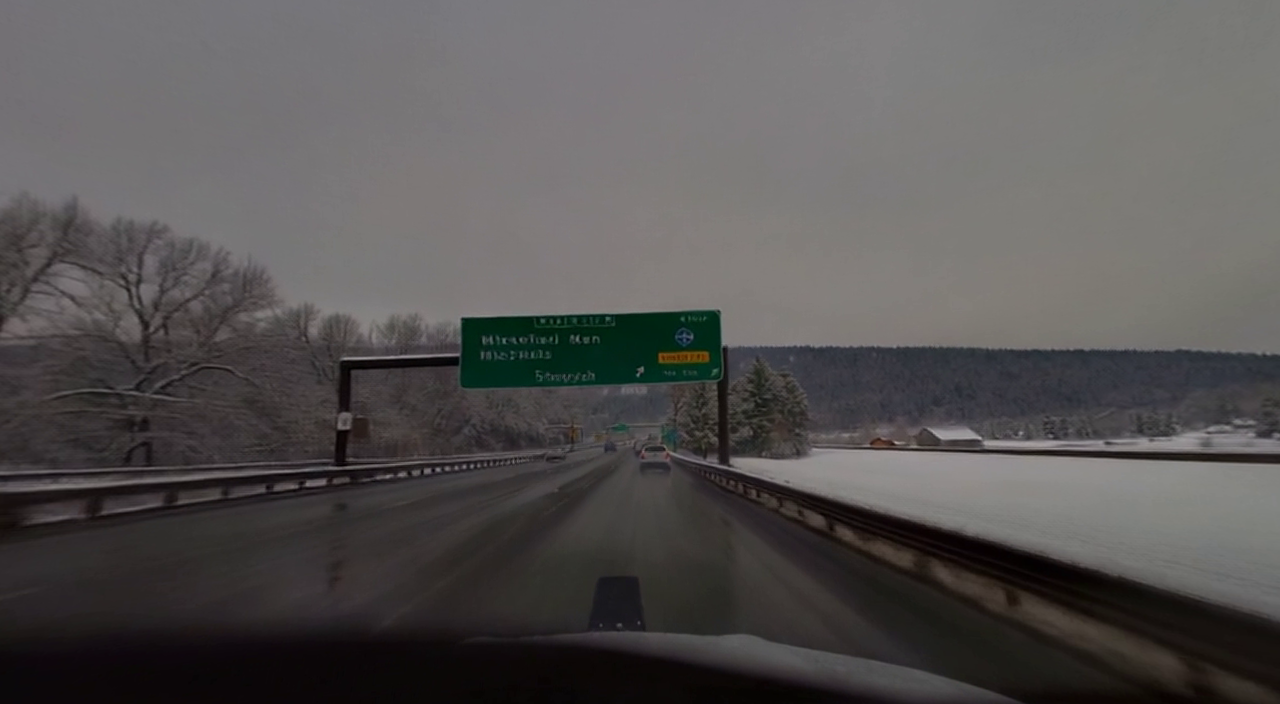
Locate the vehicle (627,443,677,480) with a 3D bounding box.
[{"bbox_3d":[0.476,4.813,27.944,2.019,1.475,4.301,0,-9,0],"label":"vehicle"}]
